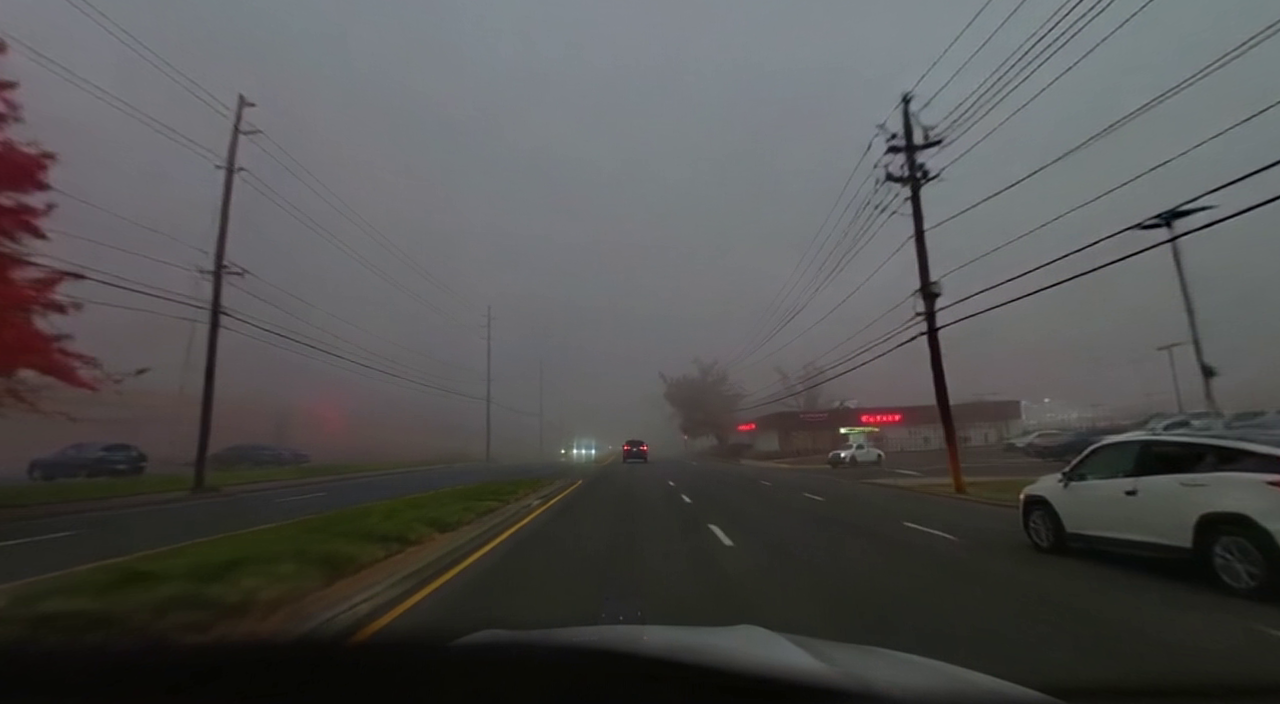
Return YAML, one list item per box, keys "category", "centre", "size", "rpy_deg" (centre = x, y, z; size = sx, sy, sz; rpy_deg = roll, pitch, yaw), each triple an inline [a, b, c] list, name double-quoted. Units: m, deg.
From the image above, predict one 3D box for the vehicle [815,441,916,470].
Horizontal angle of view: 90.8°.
- category: "vehicle"
  centre: [14.534, 6.646, 40.826]
  size: [5.733, 1.610, 2.253]
  rpy_deg: [0, -8, -11]

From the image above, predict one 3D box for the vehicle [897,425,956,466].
- category: "vehicle"
  centre: [19.133, 6.220, 42.198]
  size: [2.918, 2.614, 1.930]
  rpy_deg: [3, -9, -18]

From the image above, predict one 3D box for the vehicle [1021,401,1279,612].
- category: "vehicle"
  centre: [6.206, 1.427, 6.280]
  size: [1.995, 1.705, 4.434]
  rpy_deg: [0, -9, -1]
